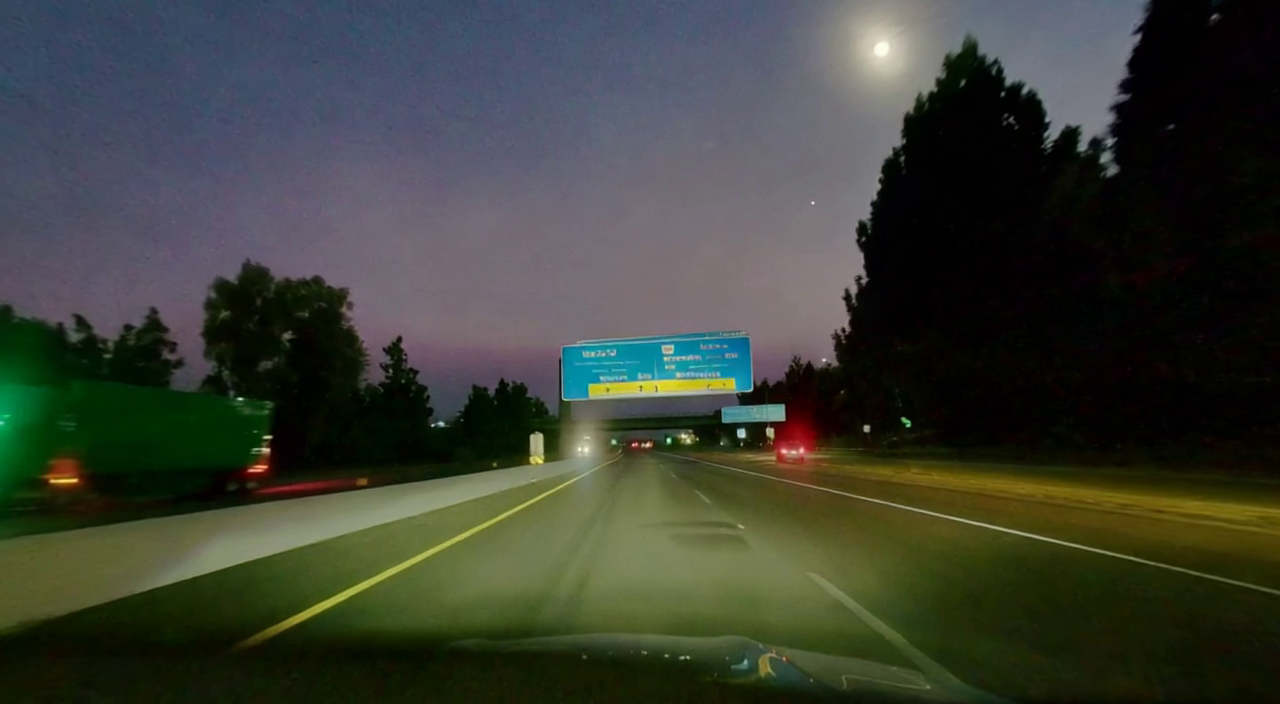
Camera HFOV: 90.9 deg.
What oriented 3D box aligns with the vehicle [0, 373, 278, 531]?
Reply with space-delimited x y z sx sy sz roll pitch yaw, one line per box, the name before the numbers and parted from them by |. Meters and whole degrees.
vehicle | -15.930 3.076 19.610 3.218 3.648 9.879 0 -9 1
